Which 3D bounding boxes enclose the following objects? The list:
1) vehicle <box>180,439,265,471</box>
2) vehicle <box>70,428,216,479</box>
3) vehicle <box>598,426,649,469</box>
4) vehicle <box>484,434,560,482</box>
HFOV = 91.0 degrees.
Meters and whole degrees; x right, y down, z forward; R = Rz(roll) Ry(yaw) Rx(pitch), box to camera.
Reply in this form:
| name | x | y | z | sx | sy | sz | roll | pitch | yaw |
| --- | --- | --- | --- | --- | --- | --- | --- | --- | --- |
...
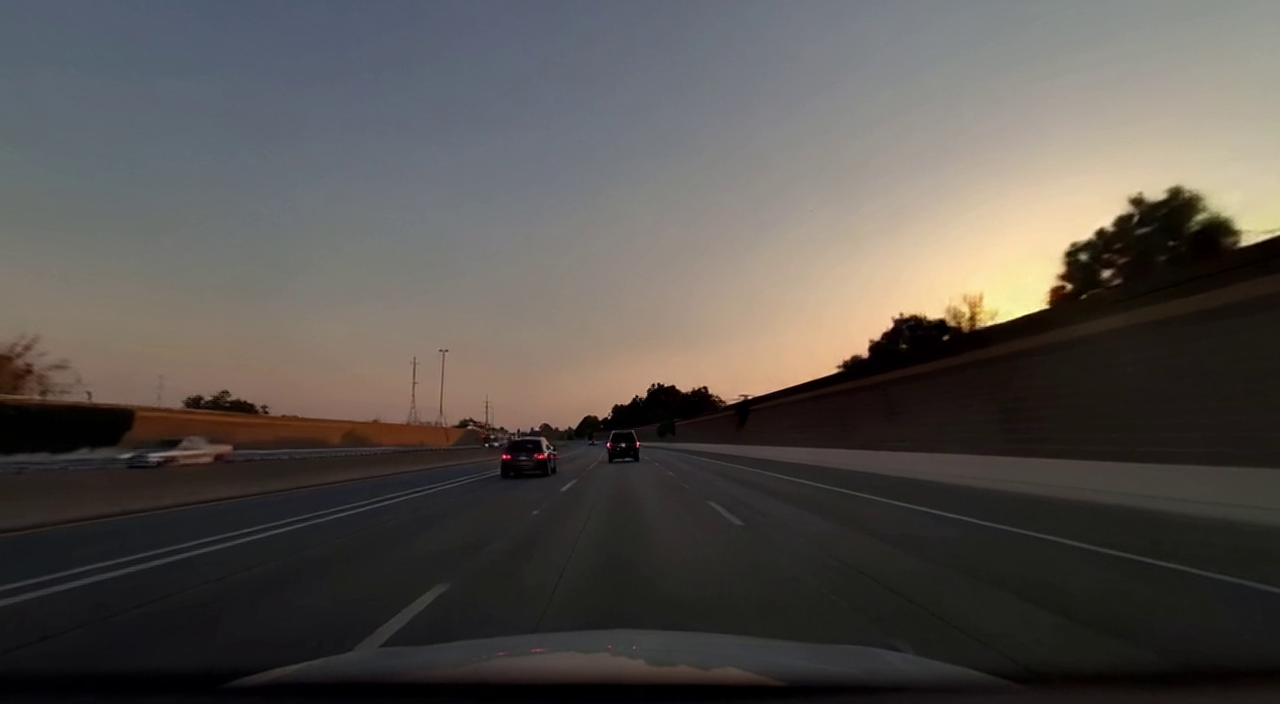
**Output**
| name | x | y | z | sx | sy | sz | roll | pitch | yaw |
| --- | --- | --- | --- | --- | --- | --- | --- | --- | --- |
| vehicle | -20.178 | 4.960 | 30.590 | 1.891 | 1.445 | 3.374 | 0 | -8 | -2 |
| vehicle | -20.049 | 4.107 | 25.760 | 1.999 | 1.859 | 4.966 | 0 | -8 | -1 |
| vehicle | -0.819 | 4.829 | 31.850 | 2.382 | 1.973 | 4.439 | 0 | -8 | -1 |
| vehicle | -4.271 | 3.896 | 23.449 | 2.039 | 1.602 | 4.317 | 0 | -8 | -1 |
